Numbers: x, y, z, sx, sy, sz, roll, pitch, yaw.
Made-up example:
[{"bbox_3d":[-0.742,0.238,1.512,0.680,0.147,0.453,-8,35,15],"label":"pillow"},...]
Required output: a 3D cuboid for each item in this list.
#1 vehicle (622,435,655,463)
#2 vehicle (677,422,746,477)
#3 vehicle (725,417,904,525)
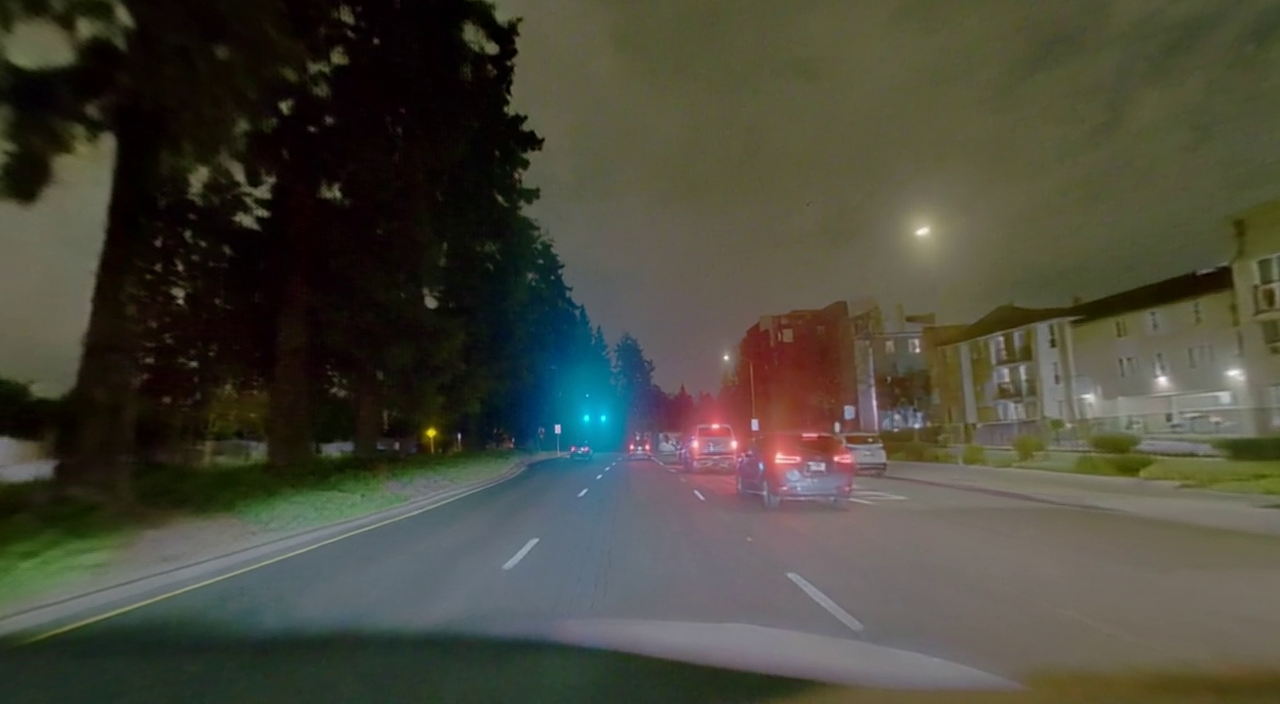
[{"bbox_3d":[-0.087,6.305,41.042,2.052,1.693,4.554,0,-8,0],"label":"vehicle"},{"bbox_3d":[2.911,4.196,27.272,2.268,2.090,6.113,0,-8,0],"label":"vehicle"},{"bbox_3d":[3.078,2.226,12.376,2.041,1.688,4.717,0,-8,-2],"label":"vehicle"}]
